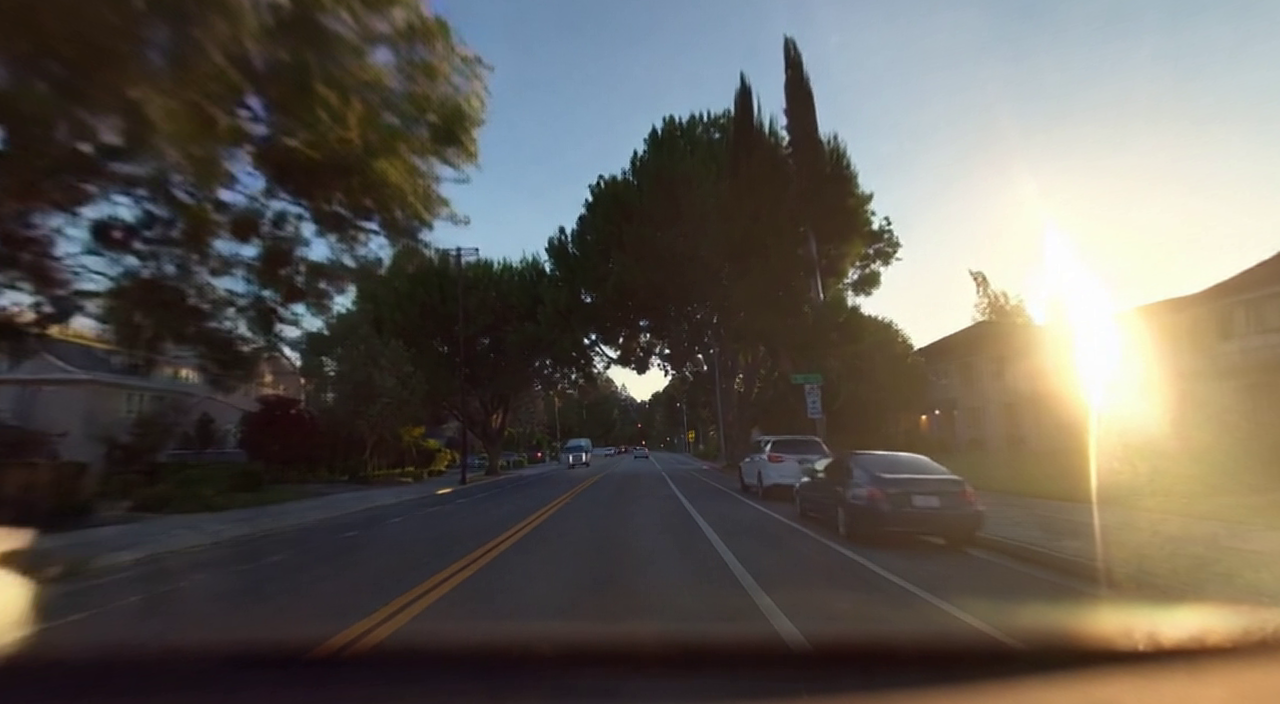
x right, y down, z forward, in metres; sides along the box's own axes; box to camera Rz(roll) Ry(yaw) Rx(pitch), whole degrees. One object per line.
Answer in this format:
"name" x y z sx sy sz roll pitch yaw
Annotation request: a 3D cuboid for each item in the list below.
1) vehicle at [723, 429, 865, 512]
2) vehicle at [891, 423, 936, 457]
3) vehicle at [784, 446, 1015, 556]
"vehicle" 3.717 2.990 16.454 2.310 1.784 4.993 0 -9 -2
"vehicle" 17.096 5.537 39.683 2.068 1.963 5.037 -3 -9 19
"vehicle" 3.933 2.311 10.642 1.874 1.415 4.683 0 -9 0
